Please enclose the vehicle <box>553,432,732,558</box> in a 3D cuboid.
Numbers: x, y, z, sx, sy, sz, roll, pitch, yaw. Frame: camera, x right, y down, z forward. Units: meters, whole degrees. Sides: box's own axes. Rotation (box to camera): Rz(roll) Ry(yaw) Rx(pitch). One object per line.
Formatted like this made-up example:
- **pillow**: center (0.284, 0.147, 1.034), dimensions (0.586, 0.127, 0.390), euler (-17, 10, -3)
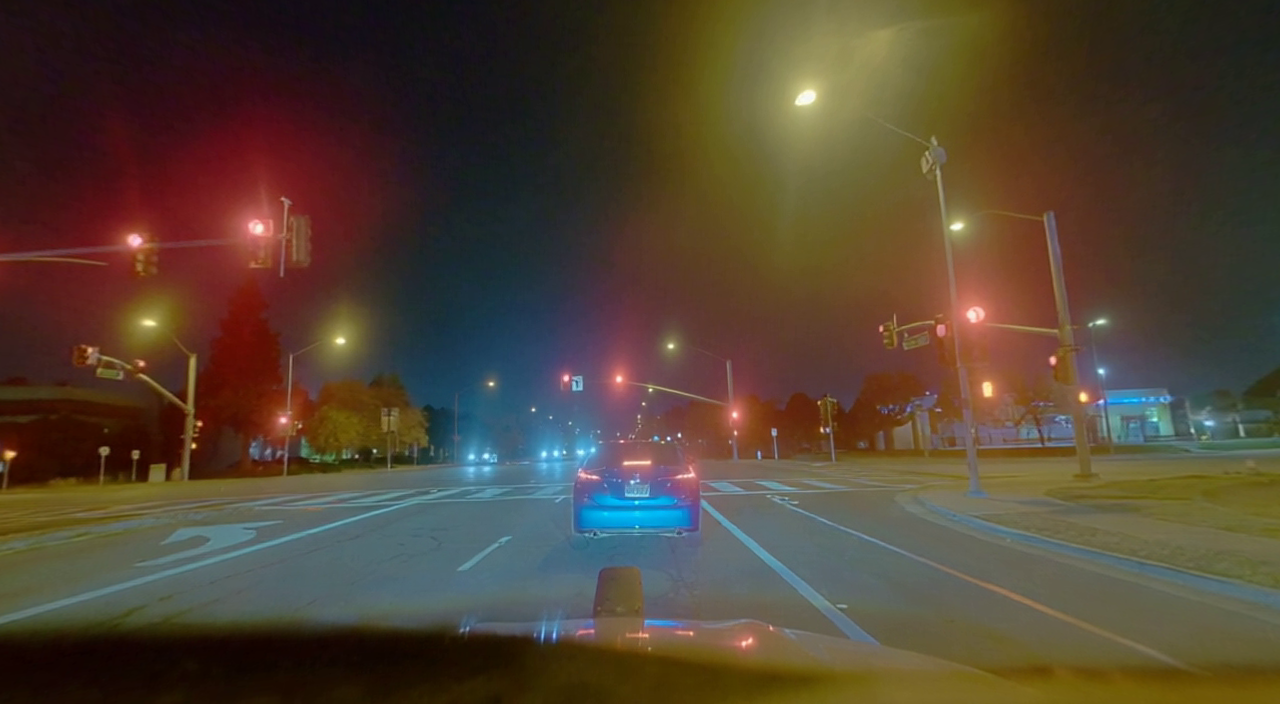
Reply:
- **vehicle**: center (0.003, 1.998, 9.513), dimensions (2.107, 1.470, 3.974), euler (0, -9, -1)
